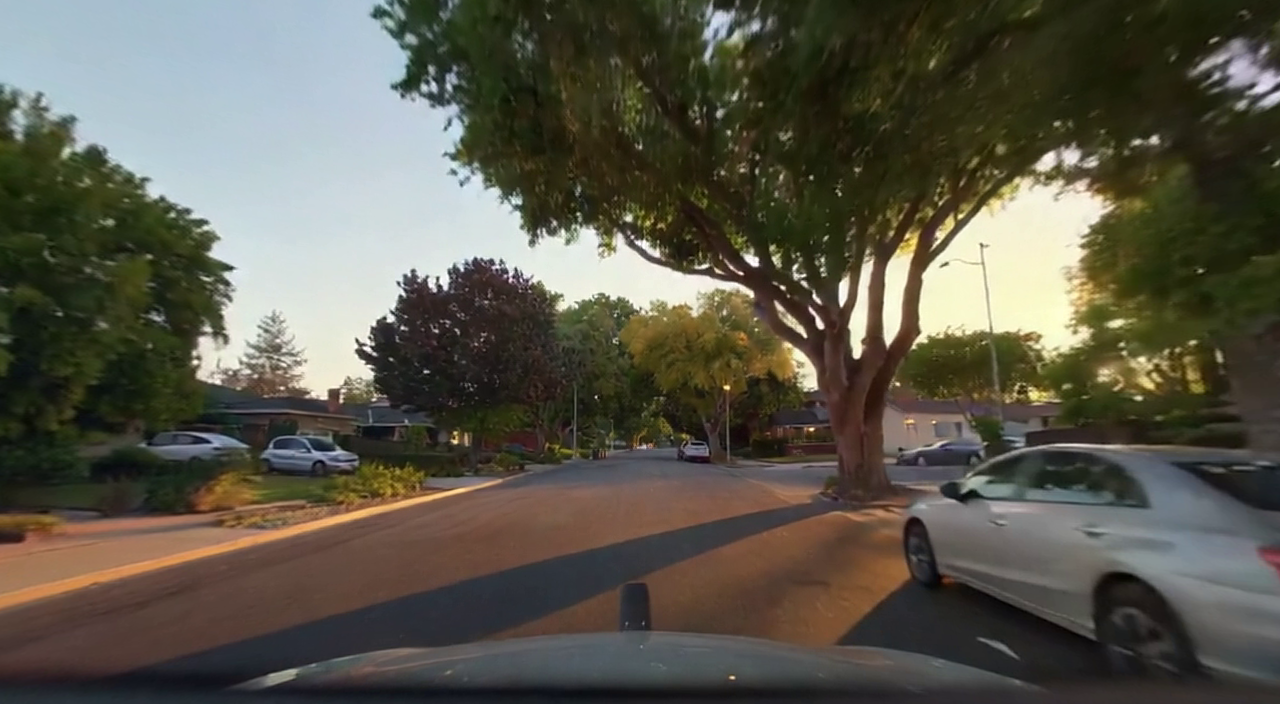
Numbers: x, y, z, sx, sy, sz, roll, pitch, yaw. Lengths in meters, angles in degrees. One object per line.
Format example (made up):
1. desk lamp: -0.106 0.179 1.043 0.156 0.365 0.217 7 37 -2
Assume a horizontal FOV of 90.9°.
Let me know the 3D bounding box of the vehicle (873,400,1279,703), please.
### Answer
1. vehicle: 3.663 1.295 4.673 1.928 1.567 4.900 0 -9 -1

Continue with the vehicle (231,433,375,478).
1. vehicle: -13.191 4.076 24.909 4.543 1.691 1.957 0 -9 0

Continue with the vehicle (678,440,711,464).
1. vehicle: 4.130 7.668 48.383 2.046 1.760 4.570 0 -9 -1

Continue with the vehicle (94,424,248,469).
1. vehicle: -18.458 3.751 24.971 4.530 1.678 1.994 -1 -8 2
